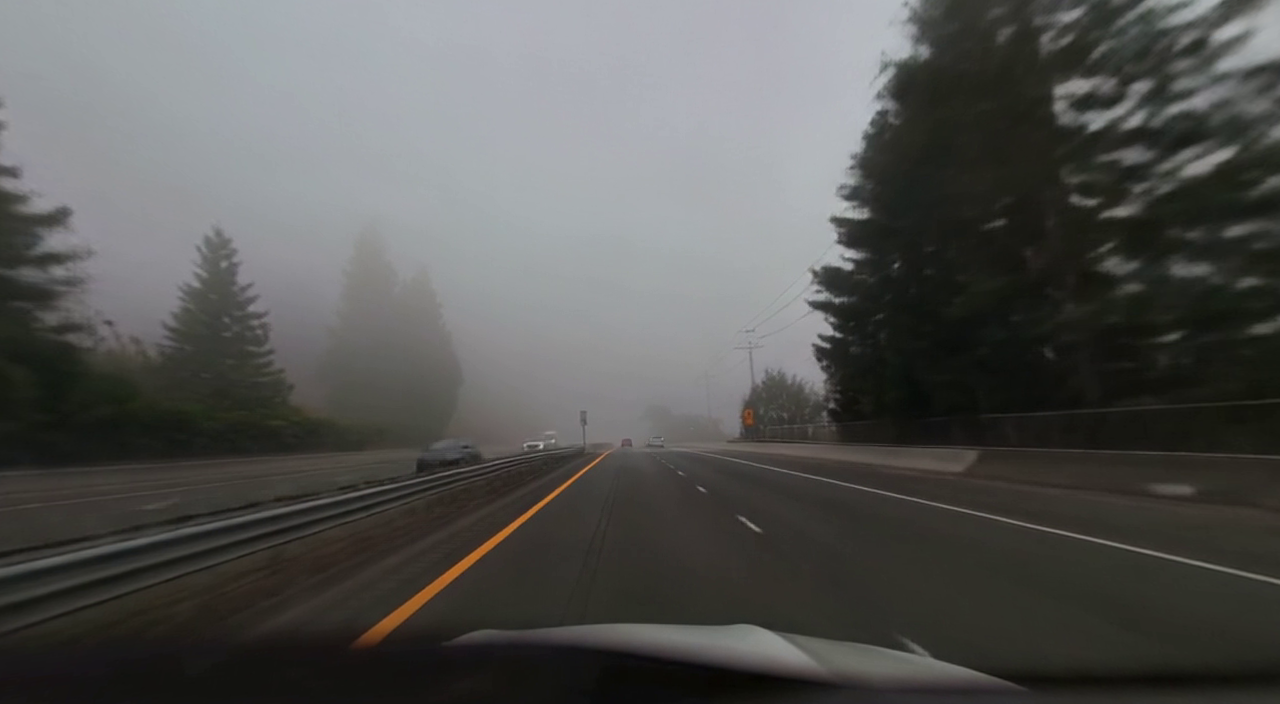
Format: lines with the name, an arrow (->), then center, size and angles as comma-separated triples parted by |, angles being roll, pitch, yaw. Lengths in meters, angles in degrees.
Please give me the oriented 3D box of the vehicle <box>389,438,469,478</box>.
vehicle -> -8.372, 4.208, 25.399 | 1.791, 1.446, 4.298 | 0, -8, -1
